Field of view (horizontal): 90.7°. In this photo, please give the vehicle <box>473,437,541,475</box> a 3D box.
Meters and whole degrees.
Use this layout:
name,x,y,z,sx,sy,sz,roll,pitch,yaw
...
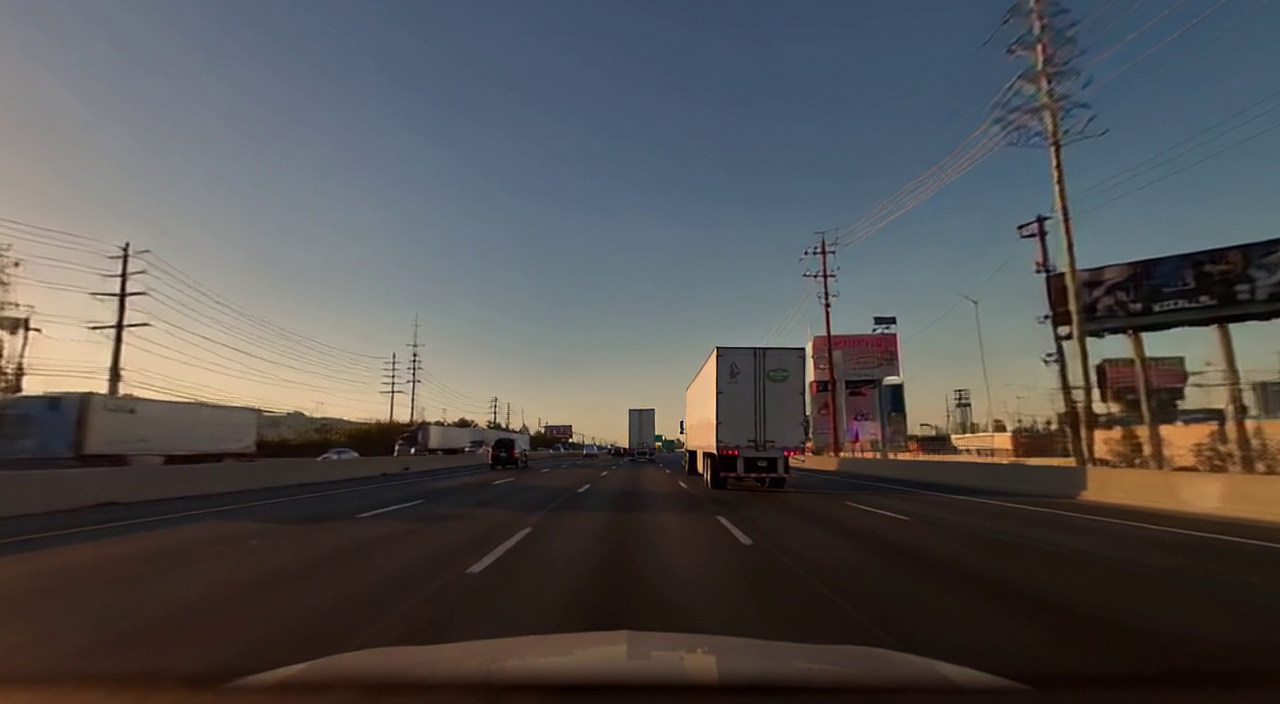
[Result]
name,x,y,z,sx,sy,sz,roll,pitch,yaw
vehicle,-7.308,5.796,35.457,2.425,1.917,5.647,-1,-9,1

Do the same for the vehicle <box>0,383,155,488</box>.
name,x,y,z,sx,sy,sz,roll,pitch,yaw
vehicle,-24.741,3.477,25.874,2.894,3.754,8.528,0,-9,0

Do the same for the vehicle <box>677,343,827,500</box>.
name,x,y,z,sx,sy,sz,roll,pitch,yaw
vehicle,3.450,3.073,25.137,2.892,4.152,16.575,0,-9,0
